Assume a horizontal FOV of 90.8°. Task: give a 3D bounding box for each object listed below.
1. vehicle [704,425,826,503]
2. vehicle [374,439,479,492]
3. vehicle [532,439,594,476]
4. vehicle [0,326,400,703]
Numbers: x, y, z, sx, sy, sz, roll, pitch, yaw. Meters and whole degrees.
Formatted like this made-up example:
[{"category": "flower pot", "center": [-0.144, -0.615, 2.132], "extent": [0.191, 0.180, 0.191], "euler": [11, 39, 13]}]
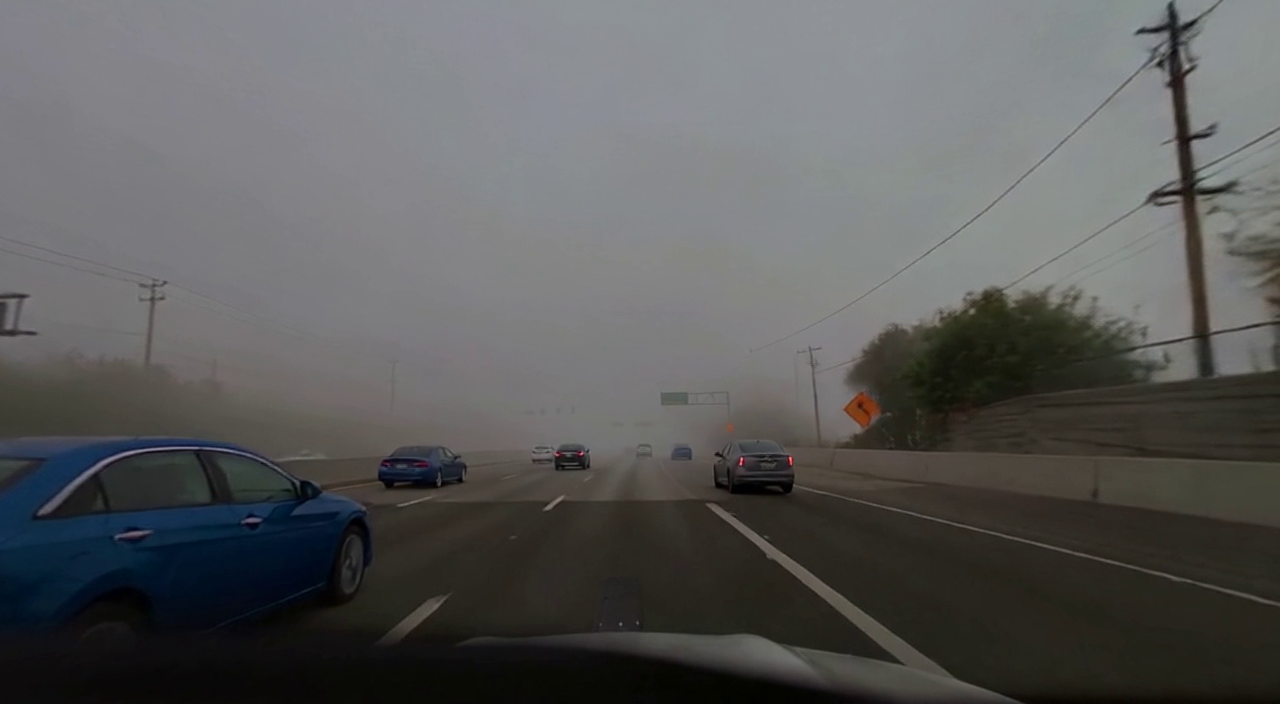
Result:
[{"category": "vehicle", "center": [2.940, 2.757, 15.996], "extent": [2.100, 1.659, 4.387], "euler": [0, -8, -1]}, {"category": "vehicle", "center": [-6.645, 3.548, 20.168], "extent": [1.903, 1.482, 4.180], "euler": [0, -8, 0]}, {"category": "vehicle", "center": [-3.252, 4.565, 27.584], "extent": [2.066, 1.488, 4.377], "euler": [0, -8, 1]}, {"category": "vehicle", "center": [-3.258, 0.990, 3.602], "extent": [2.104, 1.707, 4.338], "euler": [0, -8, -1]}]
